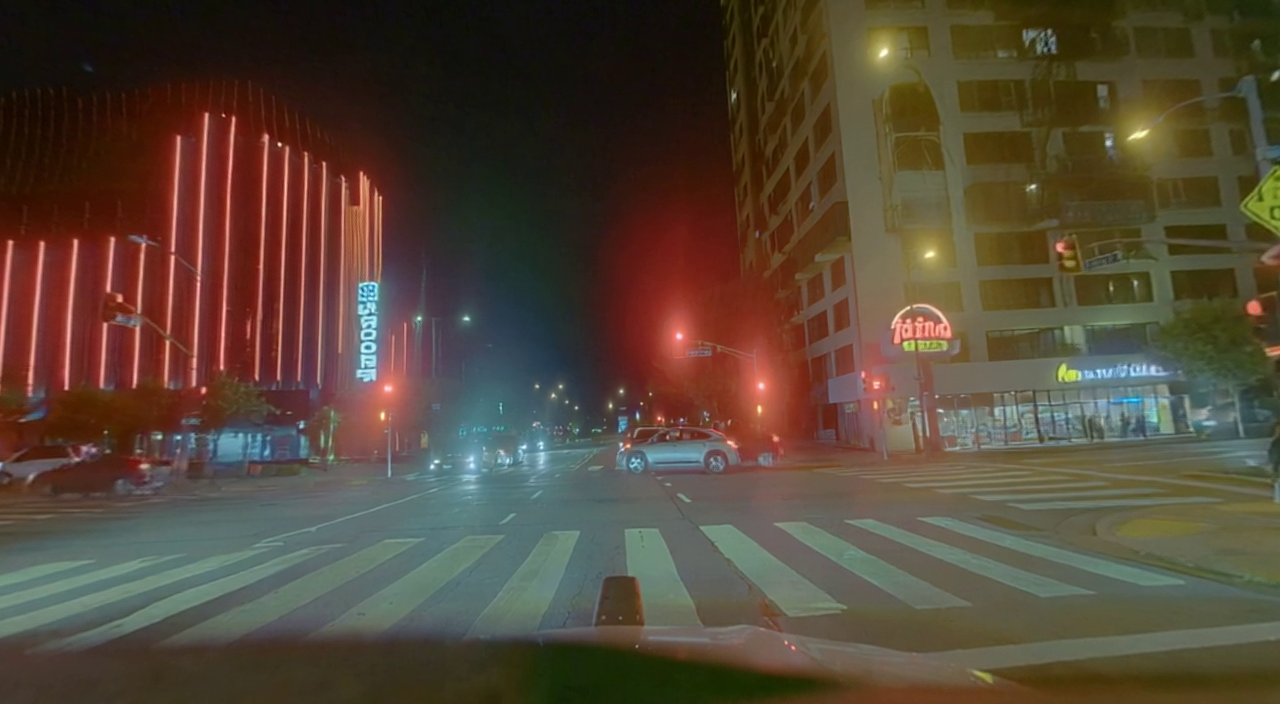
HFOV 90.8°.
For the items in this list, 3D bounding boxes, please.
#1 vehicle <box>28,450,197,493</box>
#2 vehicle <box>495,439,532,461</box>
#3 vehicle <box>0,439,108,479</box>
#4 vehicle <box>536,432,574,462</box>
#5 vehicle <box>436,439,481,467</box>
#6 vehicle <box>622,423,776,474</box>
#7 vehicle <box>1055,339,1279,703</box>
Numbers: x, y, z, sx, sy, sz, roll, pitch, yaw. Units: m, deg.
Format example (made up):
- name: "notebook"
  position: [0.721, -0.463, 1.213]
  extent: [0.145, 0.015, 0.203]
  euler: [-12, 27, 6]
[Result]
- name: "vehicle"
  position: [-19.473, 4.400, 23.509]
  extent: [4.475, 1.458, 1.681]
  euler: [1, -9, -8]
- name: "vehicle"
  position: [-8.636, 6.726, 43.486]
  extent: [1.906, 1.402, 4.904]
  euler: [0, -8, -5]
- name: "vehicle"
  position: [-31.535, 5.619, 33.551]
  extent: [2.205, 1.903, 5.877]
  euler: [1, -9, -10]
- name: "vehicle"
  position: [-5.137, 5.805, 38.651]
  extent: [1.976, 1.683, 4.117]
  euler: [0, -8, -4]
- name: "vehicle"
  position: [-10.890, 6.098, 38.212]
  extent: [1.885, 1.545, 4.124]
  euler: [1, -8, -6]
- name: "vehicle"
  position: [1.842, 3.107, 20.406]
  extent: [4.612, 1.521, 1.811]
  euler: [1, -9, -10]
- name: "vehicle"
  position: [3.016, 0.615, 0.875]
  extent: [1.866, 1.654, 4.354]
  euler: [0, -8, 0]
